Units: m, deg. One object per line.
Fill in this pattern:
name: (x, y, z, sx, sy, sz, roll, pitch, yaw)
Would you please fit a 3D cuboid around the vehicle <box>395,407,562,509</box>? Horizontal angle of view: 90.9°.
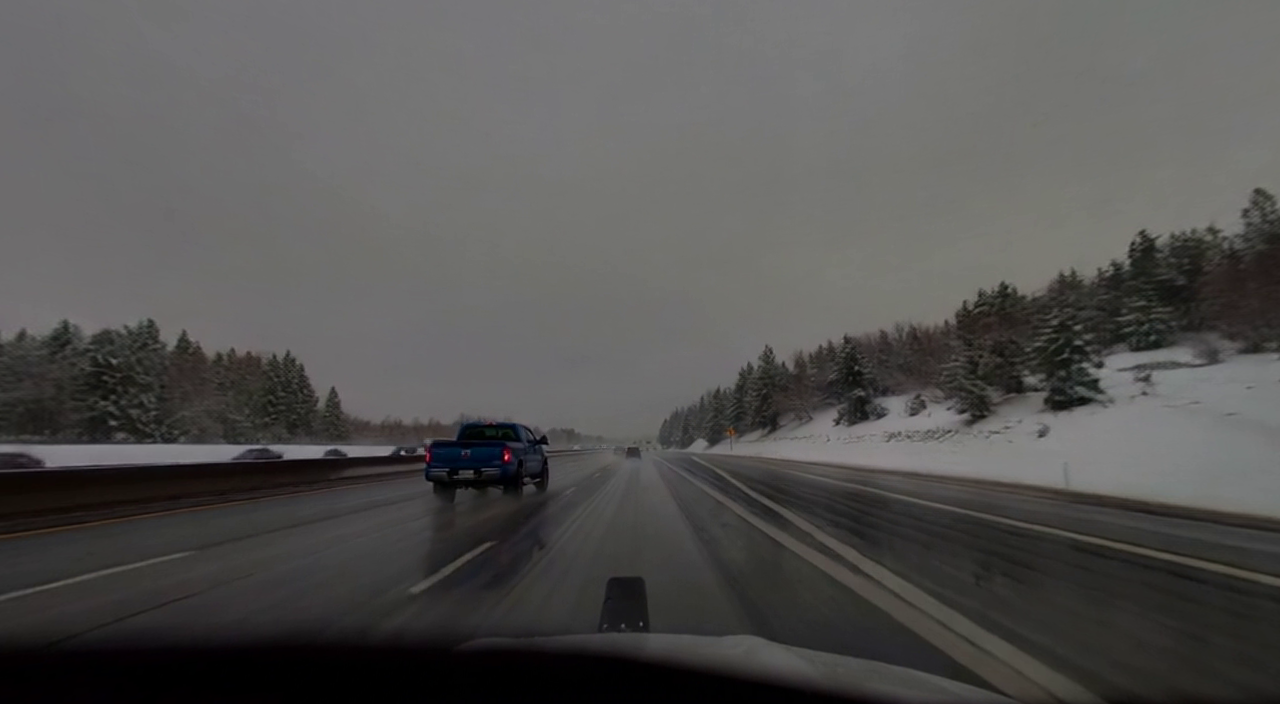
vehicle: (-3.712, 2.638, 16.131, 2.601, 2.084, 6.068, 0, -8, 0)
